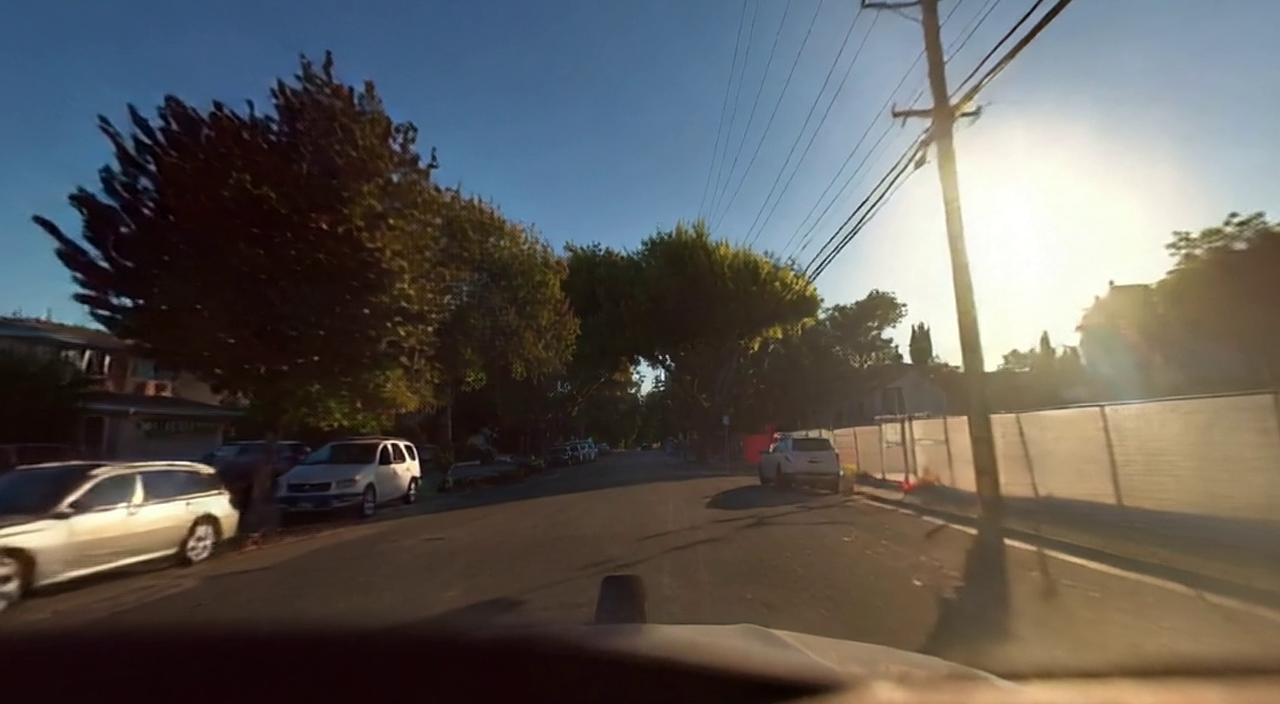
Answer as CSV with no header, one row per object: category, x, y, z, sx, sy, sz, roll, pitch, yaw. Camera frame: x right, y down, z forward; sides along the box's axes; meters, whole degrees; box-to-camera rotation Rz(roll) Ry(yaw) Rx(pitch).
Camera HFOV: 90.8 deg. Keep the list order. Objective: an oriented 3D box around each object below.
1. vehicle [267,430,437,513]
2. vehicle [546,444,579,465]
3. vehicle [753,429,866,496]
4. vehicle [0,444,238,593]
vehicle,-7.166,3.009,16.407,2.055,1.806,4.540,-1,-8,4
vehicle,-5.964,7.993,49.310,1.771,1.512,4.281,-1,-9,4
vehicle,4.437,2.966,17.284,1.902,1.542,4.099,-2,-8,0
vehicle,-7.514,1.957,7.939,2.041,1.480,4.474,-2,-9,-1
